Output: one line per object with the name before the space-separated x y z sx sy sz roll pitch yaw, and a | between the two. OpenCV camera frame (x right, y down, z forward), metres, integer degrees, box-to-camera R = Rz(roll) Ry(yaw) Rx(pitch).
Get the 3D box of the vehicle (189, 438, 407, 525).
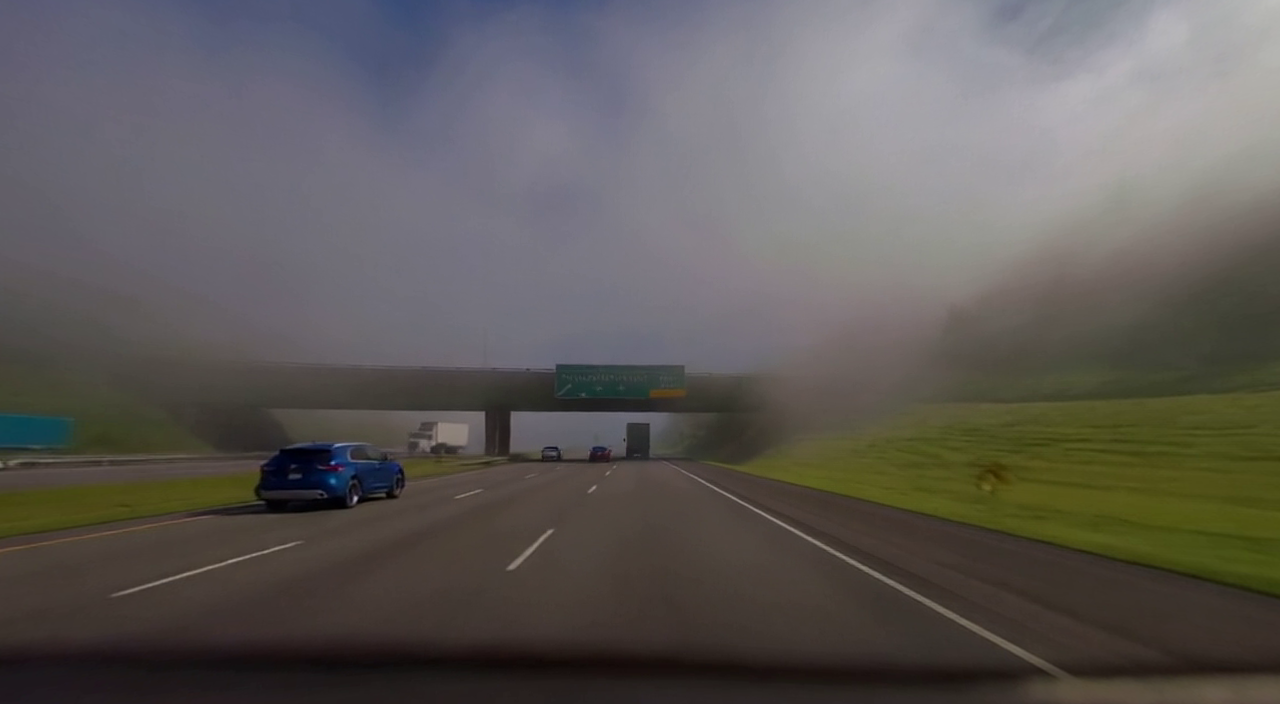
vehicle | -6.853 2.619 13.395 2.038 1.489 4.603 0 -9 0
